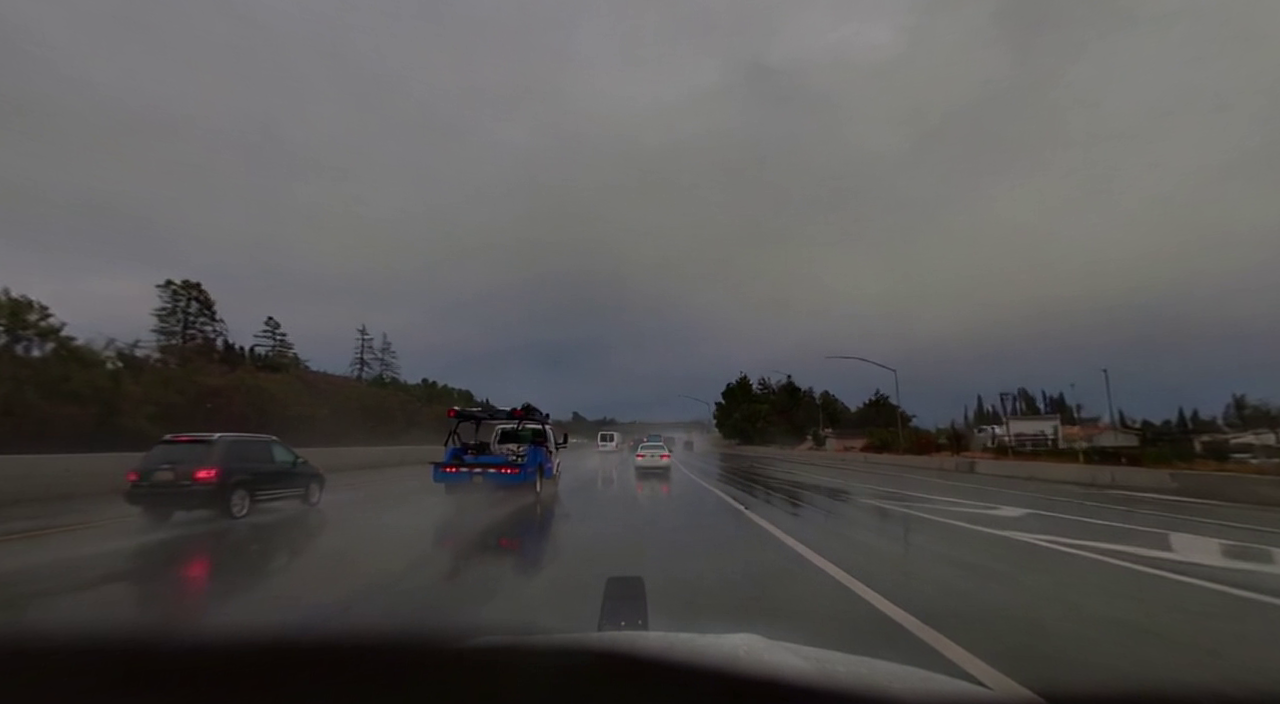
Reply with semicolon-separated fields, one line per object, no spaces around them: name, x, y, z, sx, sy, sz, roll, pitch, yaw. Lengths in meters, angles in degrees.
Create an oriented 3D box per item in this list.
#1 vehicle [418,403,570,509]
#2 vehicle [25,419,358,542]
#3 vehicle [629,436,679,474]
vehicle;-3.161;2.430;15.082;2.292;2.070;5.532;0;-8;0
vehicle;-6.860;2.000;10.527;1.926;1.561;4.868;0;-8;1
vehicle;0.643;4.873;29.903;2.165;1.653;4.456;0;-8;1
